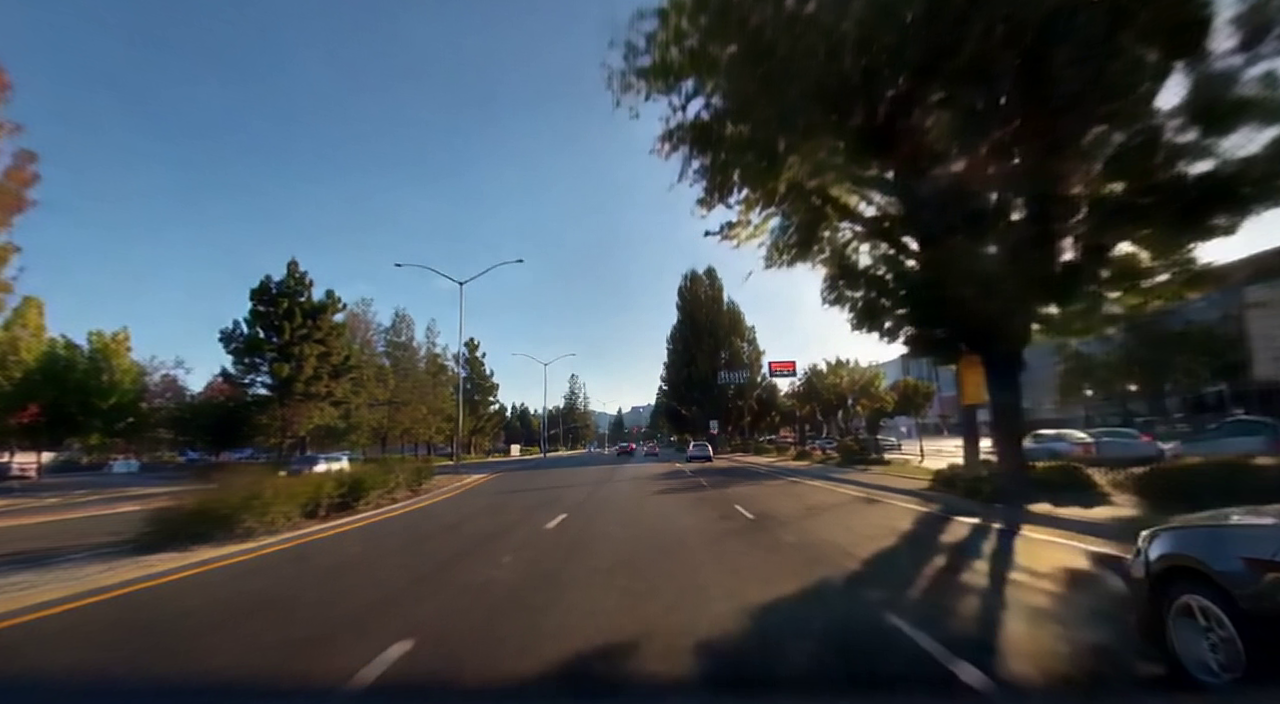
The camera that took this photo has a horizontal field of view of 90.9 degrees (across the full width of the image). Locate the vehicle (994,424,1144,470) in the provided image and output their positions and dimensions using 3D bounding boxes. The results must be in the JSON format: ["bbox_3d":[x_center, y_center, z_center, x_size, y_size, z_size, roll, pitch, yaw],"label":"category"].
[{"bbox_3d":[17.329,3.867,25.665,4.475,1.739,2.151,0,-8,0],"label":"vehicle"}]

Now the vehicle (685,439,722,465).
[{"bbox_3d":[4.302,6.852,43.223,2.007,1.683,4.171,0,-8,-1],"label":"vehicle"}]

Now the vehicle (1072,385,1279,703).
[{"bbox_3d":[3.500,0.710,1.218,1.995,1.528,4.732,0,-8,1],"label":"vehicle"}]
